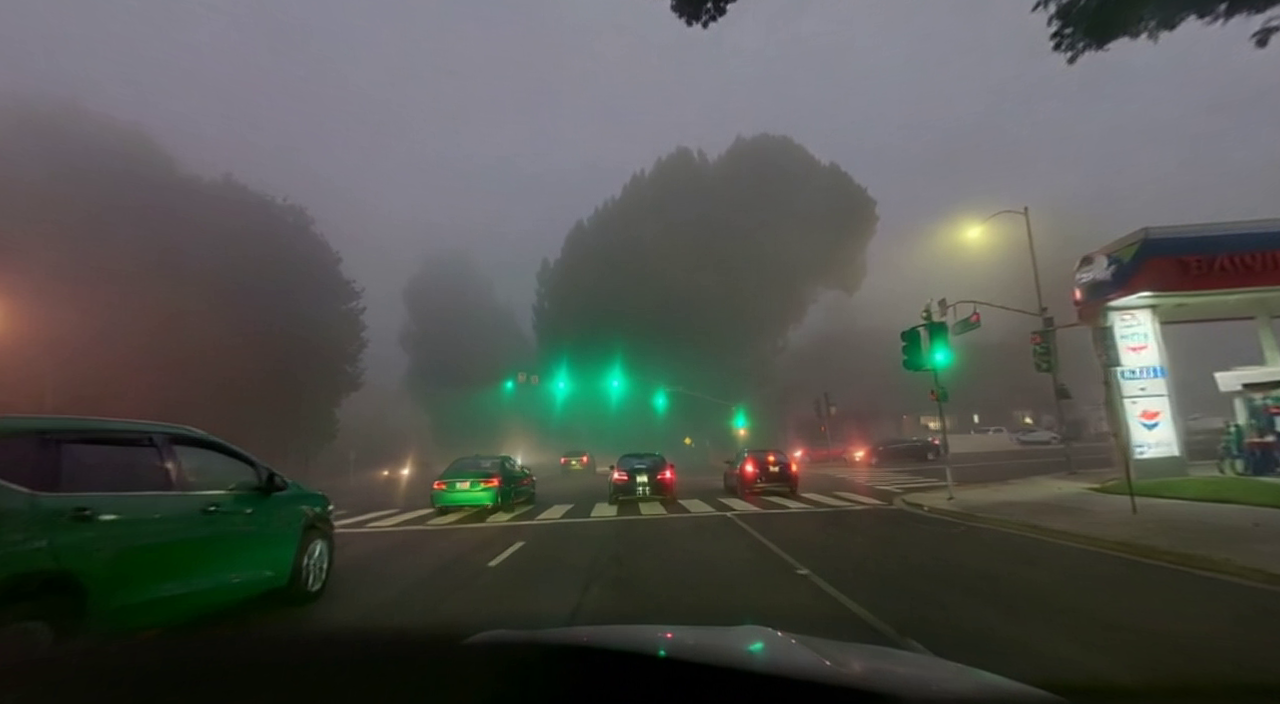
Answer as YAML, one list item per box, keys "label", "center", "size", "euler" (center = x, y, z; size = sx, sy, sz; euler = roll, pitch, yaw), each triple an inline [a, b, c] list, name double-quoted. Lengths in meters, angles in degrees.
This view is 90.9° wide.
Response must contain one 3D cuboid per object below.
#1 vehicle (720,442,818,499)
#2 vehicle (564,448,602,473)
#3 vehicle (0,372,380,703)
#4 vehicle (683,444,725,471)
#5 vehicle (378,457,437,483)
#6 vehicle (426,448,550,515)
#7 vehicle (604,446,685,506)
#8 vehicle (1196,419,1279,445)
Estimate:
- label: "vehicle"
  center: [3.675, 3.441, 18.818]
  size: [1.920, 1.479, 4.548]
  euler: [0, -8, -1]
- label: "vehicle"
  center: [-3.586, 6.948, 40.617]
  size: [1.896, 1.501, 4.390]
  euler: [-1, -8, 2]
- label: "vehicle"
  center: [-3.701, 1.146, 4.017]
  size: [2.023, 1.687, 4.874]
  euler: [0, -8, 0]
- label: "vehicle"
  center: [3.851, 6.394, 38.514]
  size: [1.942, 1.482, 4.623]
  euler: [0, -8, -1]
- label: "vehicle"
  center: [-14.864, 7.541, 40.569]
  size: [1.946, 1.504, 4.504]
  euler: [-1, -8, 2]
- label: "vehicle"
  center: [-3.721, 3.234, 16.353]
  size: [1.995, 1.436, 4.500]
  euler: [-1, -8, 2]
- label: "vehicle"
  center: [0.089, 3.365, 17.592]
  size: [1.994, 1.433, 3.894]
  euler: [0, -8, 0]
- label: "vehicle"
  center: [41.681, 5.615, 43.897]
  size: [1.918, 1.705, 4.846]
  euler: [-1, -9, 8]
